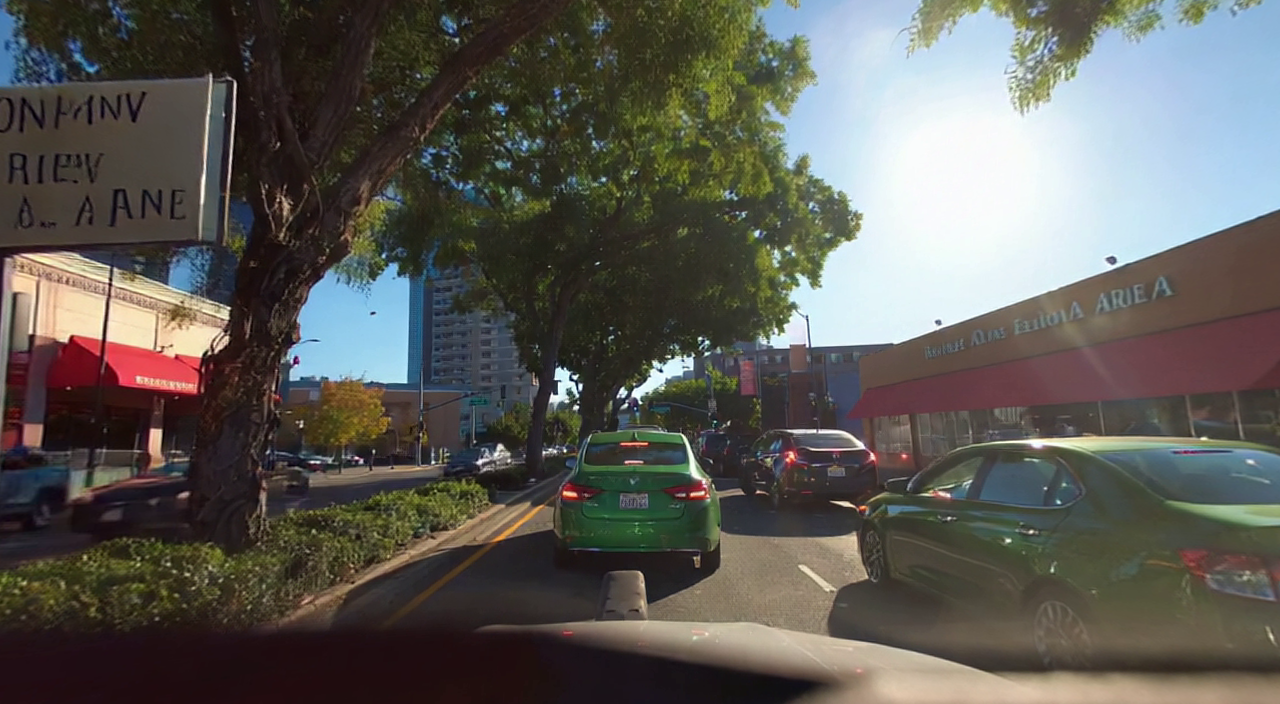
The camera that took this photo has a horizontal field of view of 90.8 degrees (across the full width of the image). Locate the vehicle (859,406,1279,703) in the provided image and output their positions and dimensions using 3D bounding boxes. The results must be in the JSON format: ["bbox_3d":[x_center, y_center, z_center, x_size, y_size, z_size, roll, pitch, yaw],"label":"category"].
[{"bbox_3d":[3.302,1.257,4.487,1.988,1.480,4.195,0,-9,0],"label":"vehicle"}]

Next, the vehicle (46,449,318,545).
[{"bbox_3d":[-8.113,2.554,11.853,1.850,1.417,4.321,0,-9,0],"label":"vehicle"}]

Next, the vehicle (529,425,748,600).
[{"bbox_3d":[-0.022,1.655,7.297,1.887,1.487,3.535,0,-9,0],"label":"vehicle"}]

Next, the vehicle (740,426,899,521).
[{"bbox_3d":[3.535,2.483,13.427,2.025,1.660,4.263,0,-9,-1],"label":"vehicle"}]

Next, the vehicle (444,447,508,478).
[{"bbox_3d":[-8.351,5.633,32.568,2.169,1.477,4.168,0,-9,0],"label":"vehicle"}]

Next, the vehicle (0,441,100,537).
[{"bbox_3d":[-13.041,2.589,11.842,2.072,1.773,4.329,0,-9,-2],"label":"vehicle"}]
